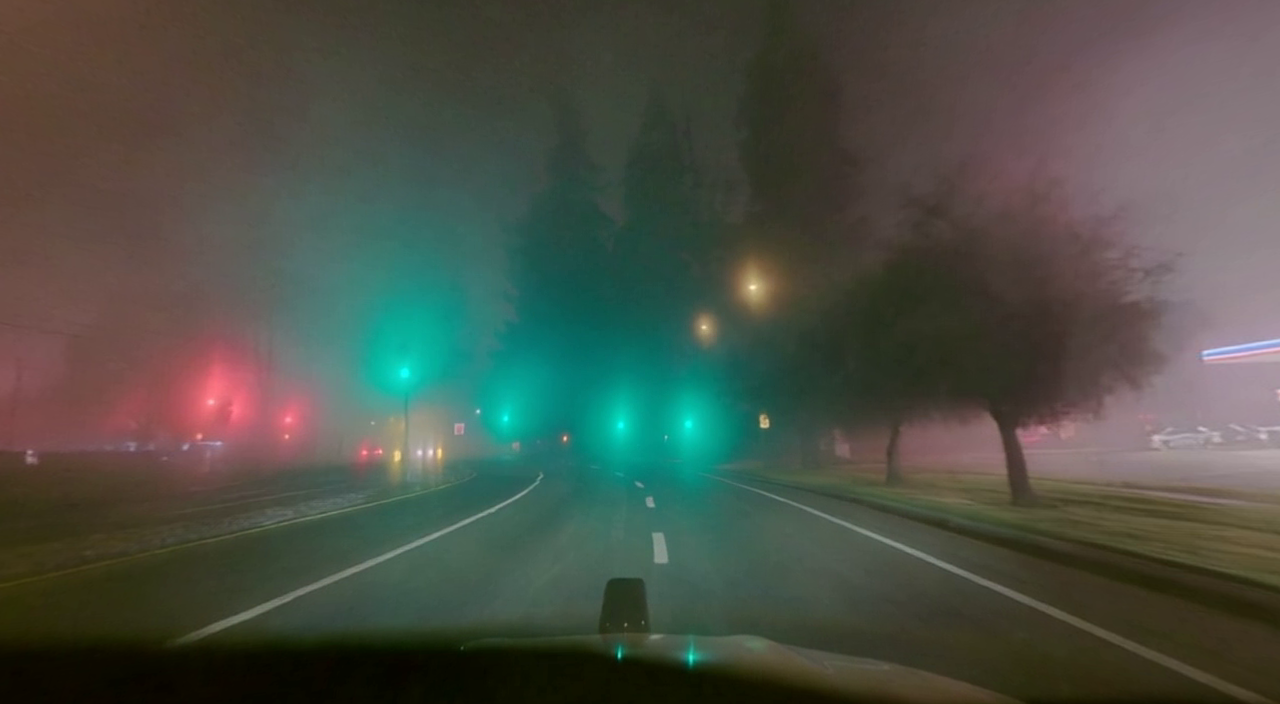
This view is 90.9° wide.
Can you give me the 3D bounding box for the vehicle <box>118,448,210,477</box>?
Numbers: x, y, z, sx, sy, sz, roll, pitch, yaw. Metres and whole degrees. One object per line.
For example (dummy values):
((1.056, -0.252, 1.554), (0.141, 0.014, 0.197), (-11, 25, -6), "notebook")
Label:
((-30.831, 7.146, 40.865), (4.559, 1.608, 1.961), (-2, -7, 6), "vehicle")
